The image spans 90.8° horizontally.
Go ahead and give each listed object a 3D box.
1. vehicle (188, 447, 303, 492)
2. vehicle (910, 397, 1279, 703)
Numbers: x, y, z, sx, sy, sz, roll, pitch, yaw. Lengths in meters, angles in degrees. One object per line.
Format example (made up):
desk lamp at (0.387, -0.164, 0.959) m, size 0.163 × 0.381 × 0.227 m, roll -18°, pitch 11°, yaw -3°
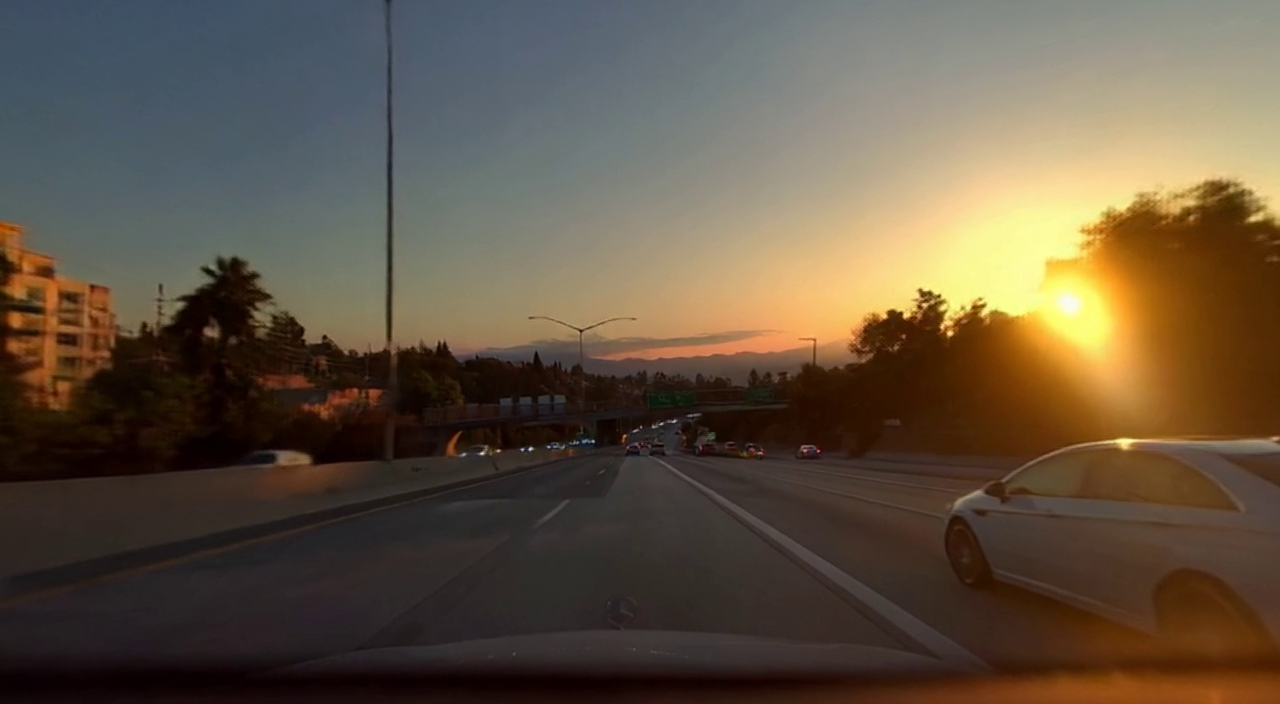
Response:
vehicle at (-14.369, 4.276, 23.300) m, size 1.786 × 1.422 × 3.848 m, roll 1°, pitch -8°, yaw -1°
vehicle at (3.837, 1.134, 4.079) m, size 2.018 × 1.477 × 4.800 m, roll 0°, pitch -8°, yaw -1°
